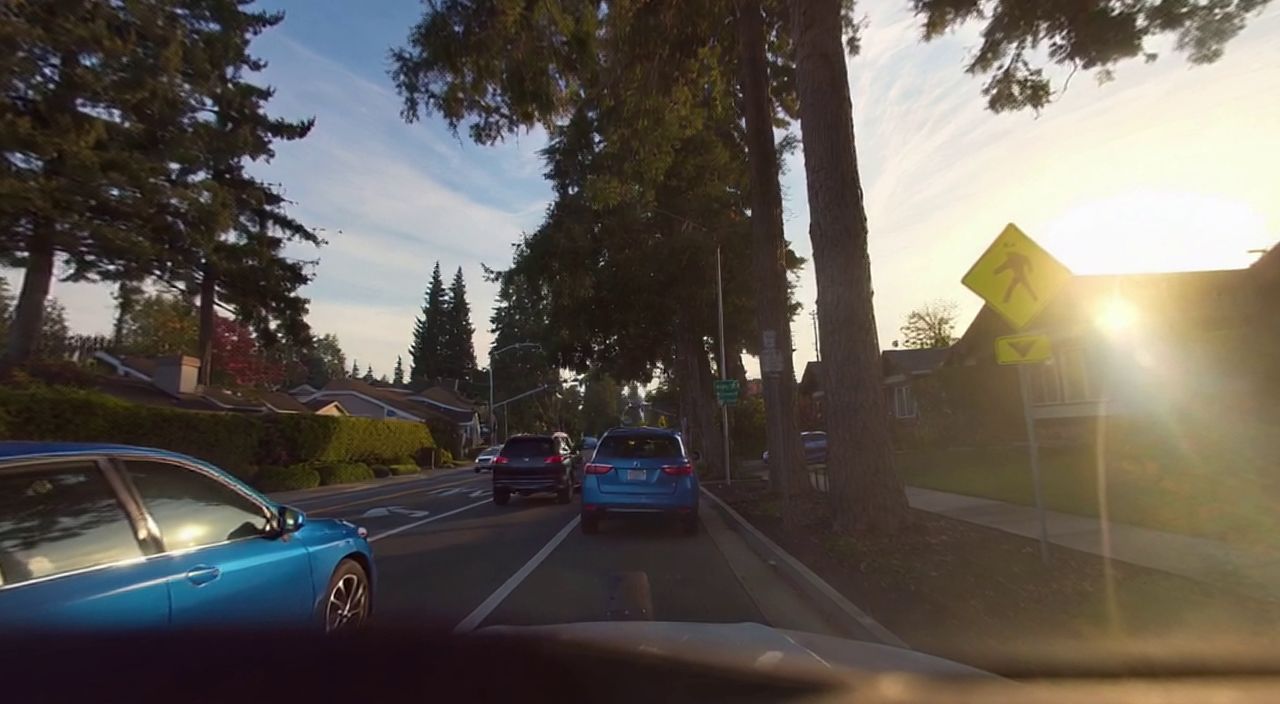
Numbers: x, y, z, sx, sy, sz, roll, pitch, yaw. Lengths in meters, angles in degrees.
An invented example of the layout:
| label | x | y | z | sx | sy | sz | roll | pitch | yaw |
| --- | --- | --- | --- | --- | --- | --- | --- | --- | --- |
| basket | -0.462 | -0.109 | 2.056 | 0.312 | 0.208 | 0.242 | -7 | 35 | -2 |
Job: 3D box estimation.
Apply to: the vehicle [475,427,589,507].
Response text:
| label | x | y | z | sx | sy | sz | roll | pitch | yaw |
| --- | --- | --- | --- | --- | --- | --- | --- | --- | --- |
| vehicle | -2.554 | 2.841 | 16.000 | 2.000 | 1.737 | 4.133 | 0 | -9 | 2 |

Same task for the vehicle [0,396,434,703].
| label | x | y | z | sx | sy | sz | roll | pitch | yaw |
| --- | --- | --- | --- | --- | --- | --- | --- | --- | --- |
| vehicle | -2.860 | 1.071 | 3.178 | 1.968 | 1.472 | 4.685 | 0 | -9 | 1 |

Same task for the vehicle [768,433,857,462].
| label | x | y | z | sx | sy | sz | roll | pitch | yaw |
| --- | --- | --- | --- | --- | --- | --- | --- | --- | --- |
| vehicle | 9.493 | 5.301 | 35.035 | 4.456 | 1.504 | 1.914 | -1 | -8 | 4 |

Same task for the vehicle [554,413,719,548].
| label | x | y | z | sx | sy | sz | roll | pitch | yaw |
| --- | --- | --- | --- | --- | --- | --- | --- | --- | --- |
| vehicle | 0.000 | 1.944 | 10.127 | 2.120 | 1.718 | 3.909 | 0 | -9 | 2 |
